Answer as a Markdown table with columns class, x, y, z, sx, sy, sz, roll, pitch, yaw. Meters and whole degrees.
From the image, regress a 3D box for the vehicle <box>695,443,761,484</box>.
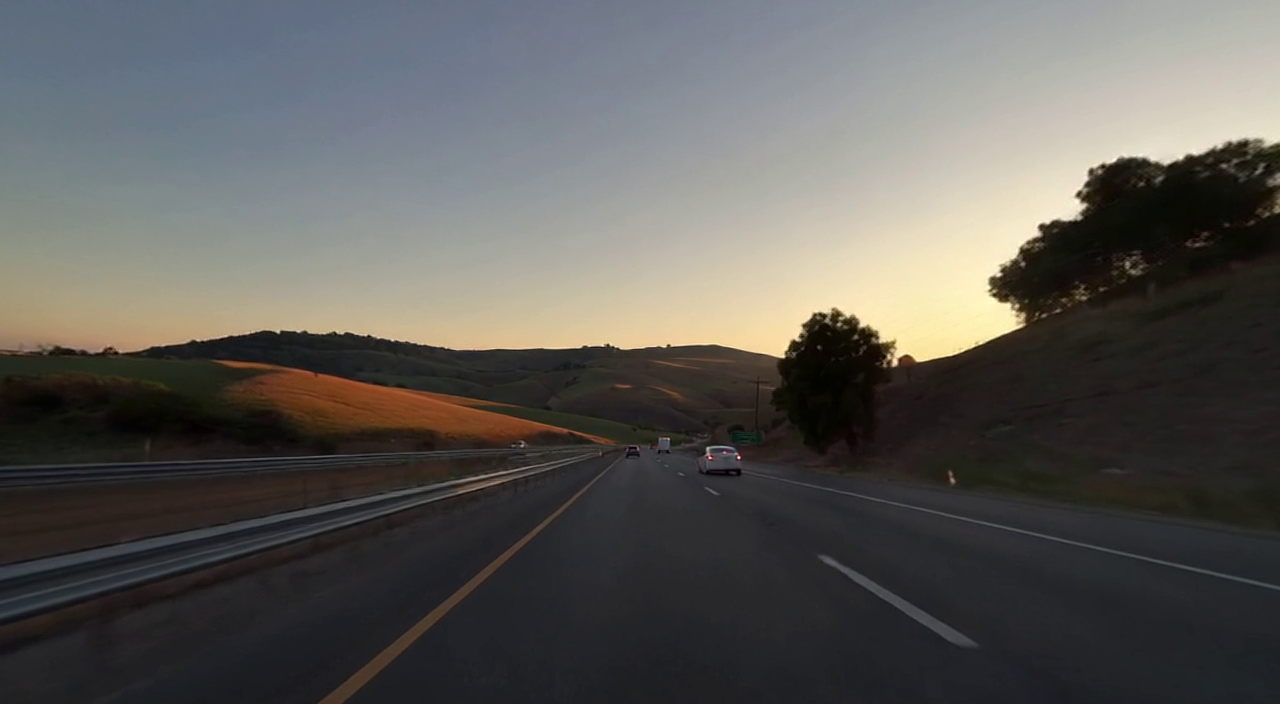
| class | x | y | z | sx | sy | sz | roll | pitch | yaw |
| --- | --- | --- | --- | --- | --- | --- | --- | --- | --- |
| vehicle | 3.540 | 4.558 | 26.228 | 1.960 | 1.516 | 4.657 | 0 | -8 | -1 |
